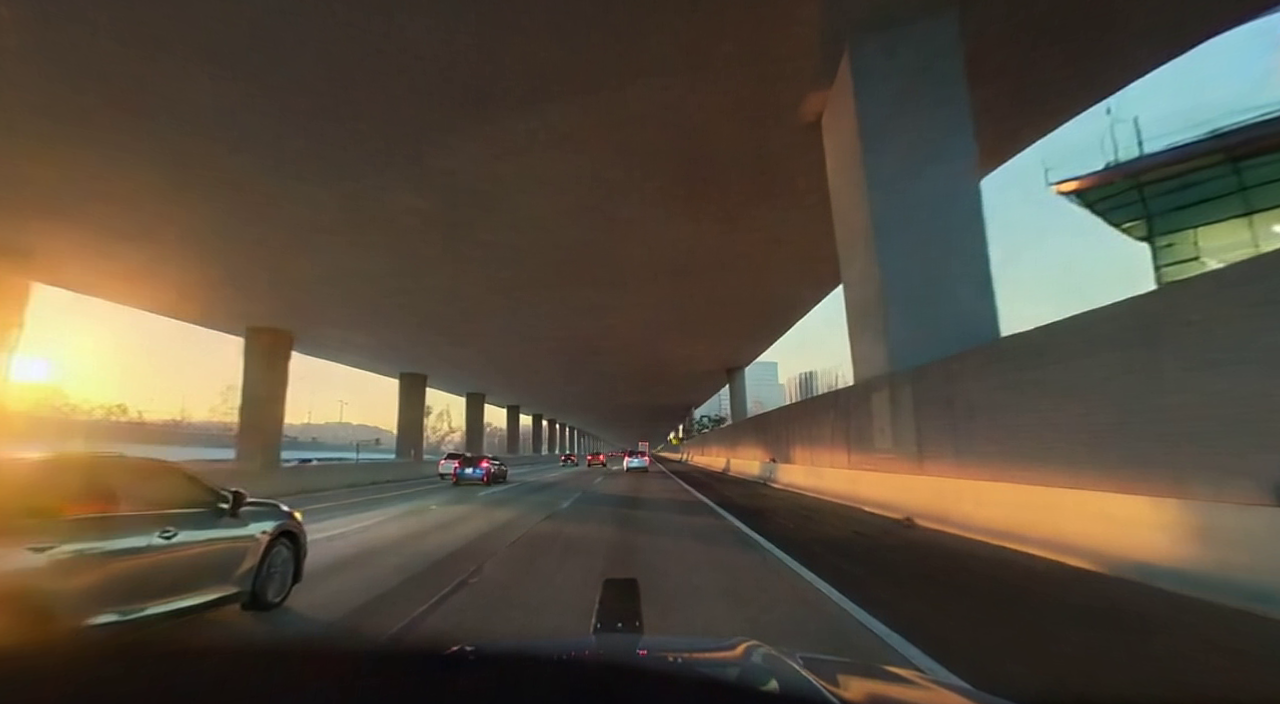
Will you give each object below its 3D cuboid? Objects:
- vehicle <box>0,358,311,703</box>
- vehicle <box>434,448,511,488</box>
[{"bbox_3d":[-3.762,0.929,2.866,2.059,1.725,4.521,0,-9,0],"label":"vehicle"},{"bbox_3d":[-7.215,5.030,27.713,1.998,1.542,4.953,0,-9,1],"label":"vehicle"}]
